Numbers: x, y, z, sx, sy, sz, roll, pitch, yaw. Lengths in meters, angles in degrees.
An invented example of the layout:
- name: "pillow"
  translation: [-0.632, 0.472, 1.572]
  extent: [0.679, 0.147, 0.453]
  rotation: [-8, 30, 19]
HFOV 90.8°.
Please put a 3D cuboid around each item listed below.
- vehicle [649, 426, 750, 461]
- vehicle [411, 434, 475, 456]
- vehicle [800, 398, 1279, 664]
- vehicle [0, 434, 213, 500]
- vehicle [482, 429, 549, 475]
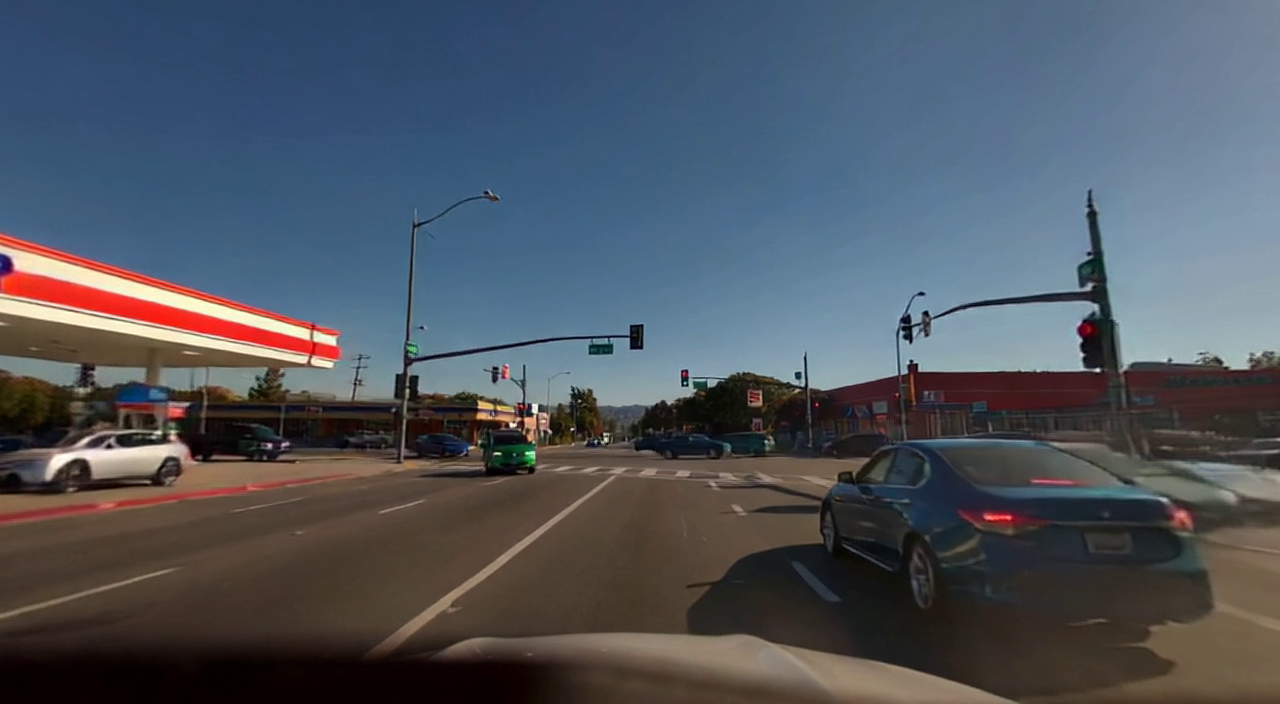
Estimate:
- name: "vehicle"
  translation: [3.184, 4.994, 34.296]
  extent: [5.107, 1.775, 1.992]
  rotation: [-5, -10, 31]
- name: "vehicle"
  translation: [-14.226, 6.732, 45.507]
  extent: [4.806, 1.482, 1.862]
  rotation: [-6, -10, 35]
- name: "vehicle"
  translation: [3.031, 1.366, 5.933]
  extent: [1.995, 1.525, 4.392]
  rotation: [-1, -8, 2]
- name: "vehicle"
  translation: [-14.207, 2.936, 16.541]
  extent: [1.854, 1.501, 4.561]
  rotation: [-7, -11, 37]
- name: "vehicle"
  translation: [-5.216, 4.085, 26.000]
  extent: [2.196, 1.696, 4.484]
  rotation: [2, -9, -17]
